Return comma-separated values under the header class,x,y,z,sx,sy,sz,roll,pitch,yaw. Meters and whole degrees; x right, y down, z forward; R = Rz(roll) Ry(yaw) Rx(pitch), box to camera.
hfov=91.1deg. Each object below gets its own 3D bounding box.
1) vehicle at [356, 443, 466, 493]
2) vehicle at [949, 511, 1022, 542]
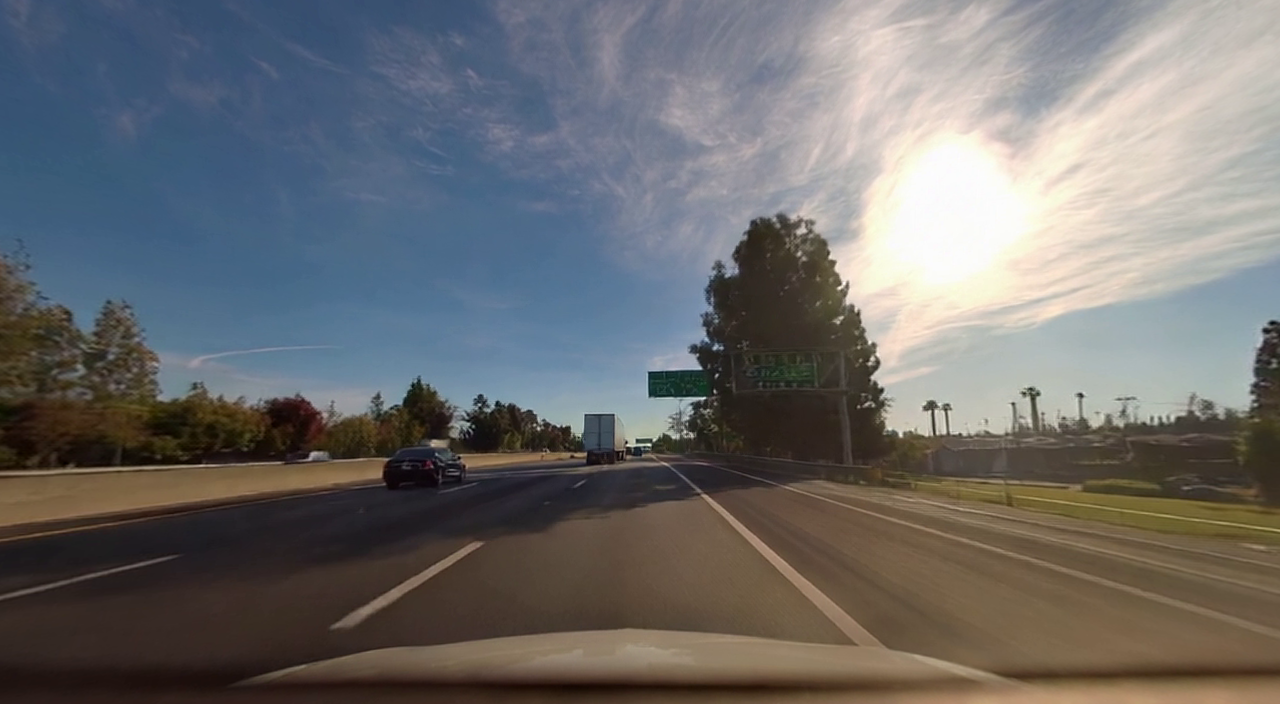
class,x,y,z,sx,sy,sz,roll,pitch,yaw
vehicle,-7.500,3.818,21.125,1.901,1.467,4.629,-1,-9,1
vehicle,24.660,12.494,45.071,2.126,1.475,4.971,0,-8,-5
